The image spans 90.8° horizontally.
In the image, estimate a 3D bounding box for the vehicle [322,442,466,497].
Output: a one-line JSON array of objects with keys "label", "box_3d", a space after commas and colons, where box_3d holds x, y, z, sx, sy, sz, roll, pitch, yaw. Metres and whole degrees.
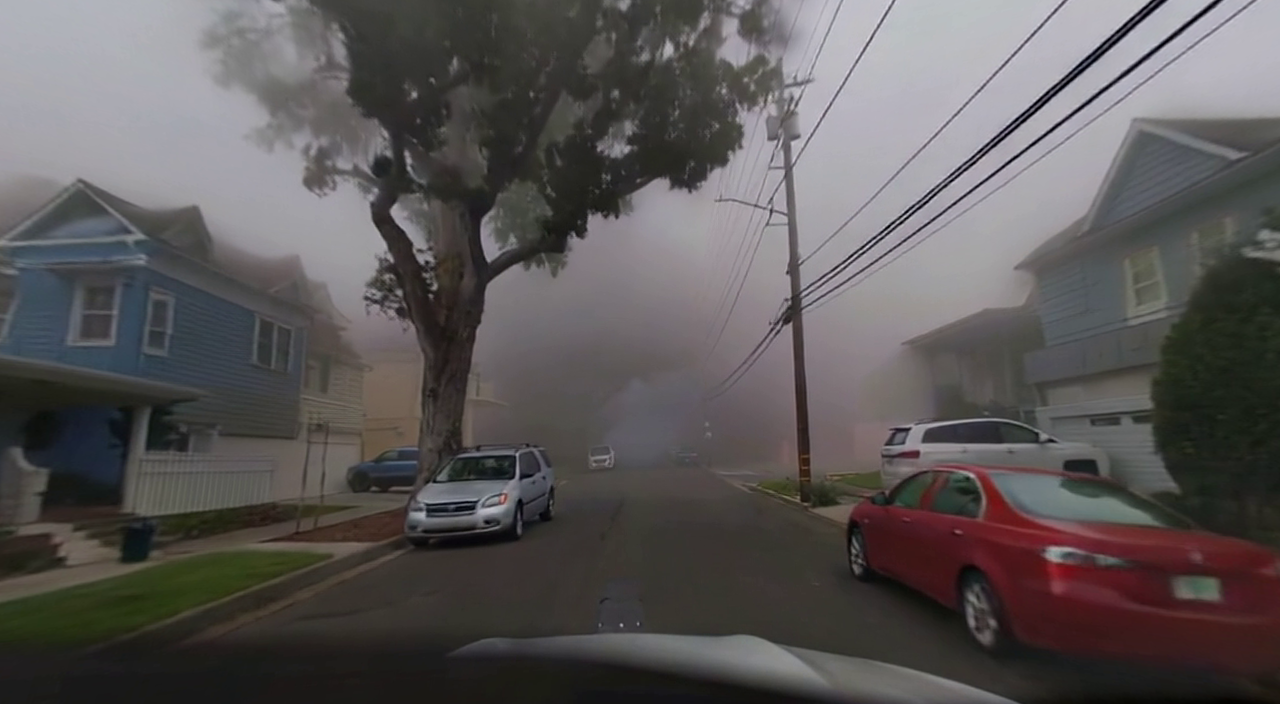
[{"label": "vehicle", "box_3d": [-8.497, 4.059, 22.098, 4.088, 1.779, 2.109, 0, -8, 4]}]

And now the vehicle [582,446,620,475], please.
[{"label": "vehicle", "box_3d": [-2.532, 7.180, 42.205, 2.082, 1.759, 4.541, -2, -8, 1]}]

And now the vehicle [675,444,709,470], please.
[{"label": "vehicle", "box_3d": [3.978, 8.096, 49.038, 2.129, 1.873, 4.471, 0, -8, -1]}]

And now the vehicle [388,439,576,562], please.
[{"label": "vehicle", "box_3d": [-2.773, 2.695, 12.399, 2.204, 1.655, 4.813, -7, -8, 1]}]

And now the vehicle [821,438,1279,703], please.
[{"label": "vehicle", "box_3d": [3.238, 1.586, 5.472, 2.043, 1.631, 4.613, 1, -8, 1]}]
